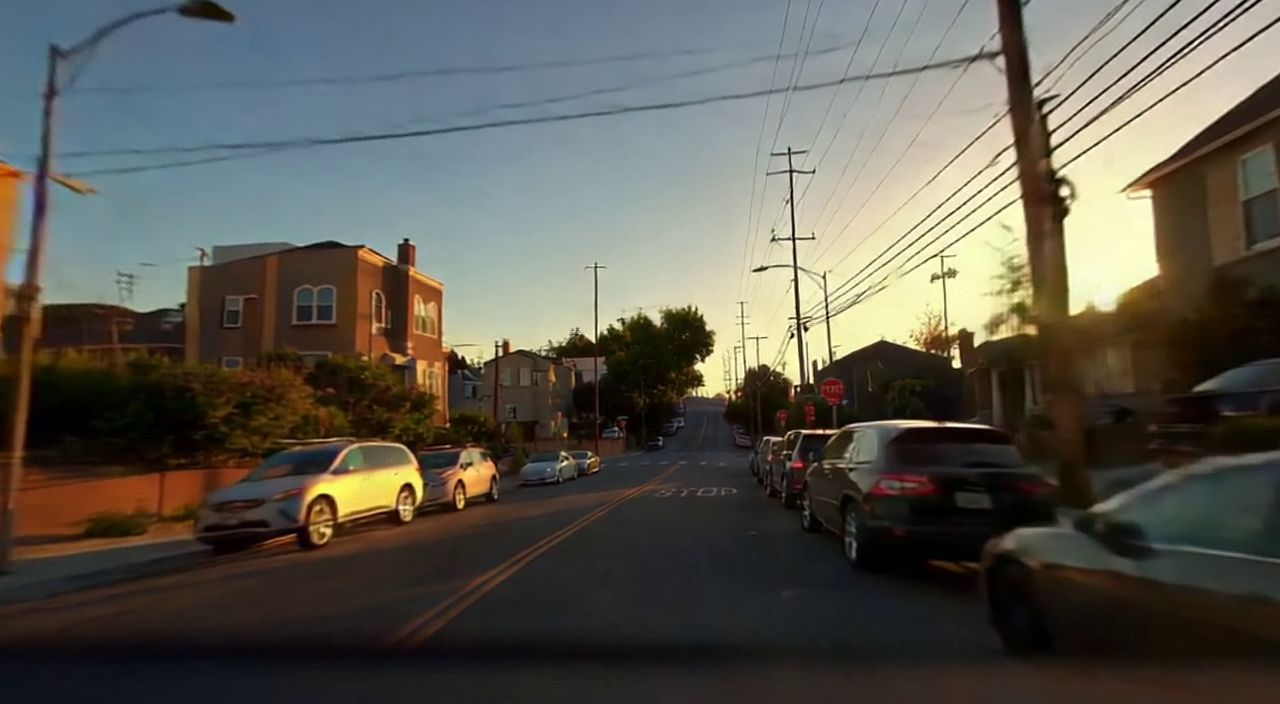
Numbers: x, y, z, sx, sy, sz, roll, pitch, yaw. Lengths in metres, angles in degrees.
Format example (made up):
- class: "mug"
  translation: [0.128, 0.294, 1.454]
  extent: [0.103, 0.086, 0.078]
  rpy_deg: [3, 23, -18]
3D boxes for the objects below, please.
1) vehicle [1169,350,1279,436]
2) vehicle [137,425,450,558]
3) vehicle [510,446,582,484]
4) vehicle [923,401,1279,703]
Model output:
- class: "vehicle"
  translation: [12.082, 0.666, 10.749]
  extent: [1.870, 1.454, 4.808]
  rpy_deg: [0, -8, -2]
- class: "vehicle"
  translation: [-6.117, 2.516, 12.443]
  extent: [2.359, 1.947, 5.833]
  rpy_deg: [-1, -8, 7]
- class: "vehicle"
  translation: [-4.000, 4.908, 27.769]
  extent: [2.098, 1.454, 4.449]
  rpy_deg: [-1, -8, 5]
- class: "vehicle"
  translation: [3.034, 0.917, 2.150]
  extent: [1.873, 1.489, 4.761]
  rpy_deg: [0, -8, -1]
